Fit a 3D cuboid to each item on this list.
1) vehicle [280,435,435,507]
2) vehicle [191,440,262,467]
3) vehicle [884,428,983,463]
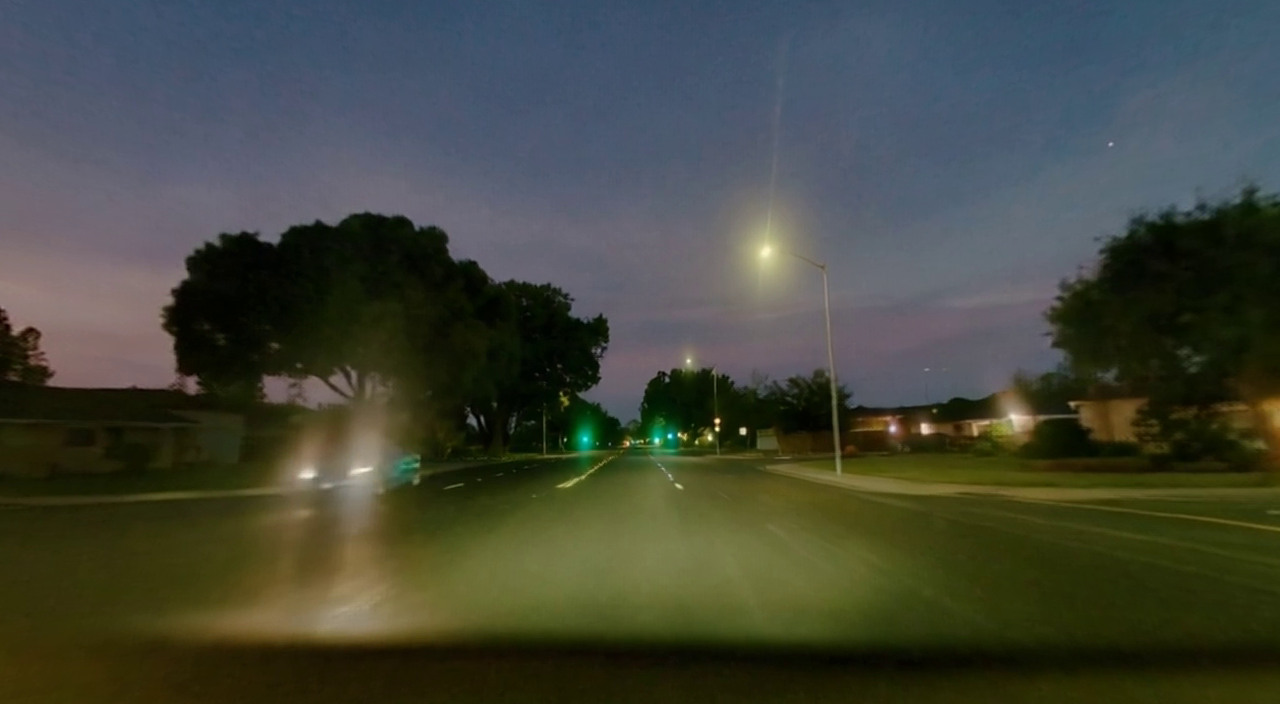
[{"bbox_3d":[-7.318,3.111,17.016,2.130,1.635,4.505,0,-8,-1],"label":"vehicle"},{"bbox_3d":[-28.245,6.900,43.087,4.542,1.700,2.201,-5,-10,31],"label":"vehicle"},{"bbox_3d":[21.312,6.802,46.011,6.048,2.416,2.158,0,-8,1],"label":"vehicle"}]
